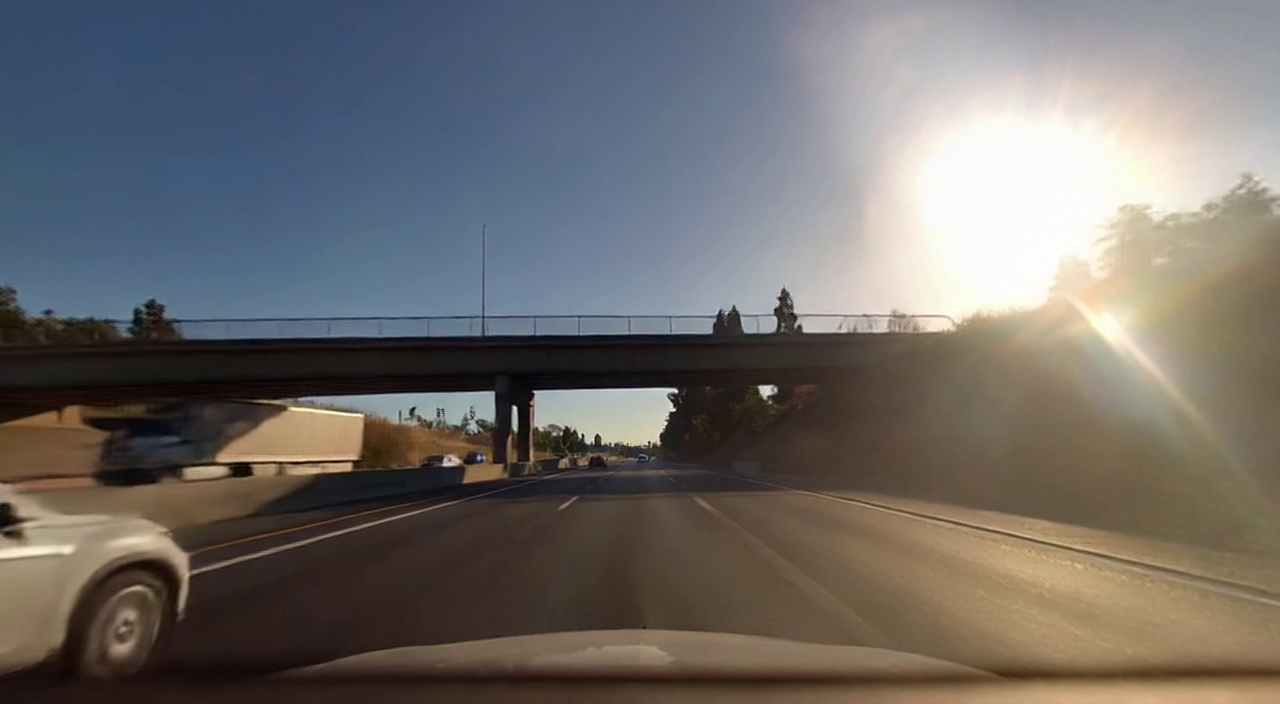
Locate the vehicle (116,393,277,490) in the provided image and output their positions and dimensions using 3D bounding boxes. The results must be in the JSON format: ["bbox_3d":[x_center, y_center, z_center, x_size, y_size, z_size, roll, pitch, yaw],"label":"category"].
[{"bbox_3d":[-20.103,4.165,29.132,2.925,3.996,5.896,0,-9,0],"label":"vehicle"}]
